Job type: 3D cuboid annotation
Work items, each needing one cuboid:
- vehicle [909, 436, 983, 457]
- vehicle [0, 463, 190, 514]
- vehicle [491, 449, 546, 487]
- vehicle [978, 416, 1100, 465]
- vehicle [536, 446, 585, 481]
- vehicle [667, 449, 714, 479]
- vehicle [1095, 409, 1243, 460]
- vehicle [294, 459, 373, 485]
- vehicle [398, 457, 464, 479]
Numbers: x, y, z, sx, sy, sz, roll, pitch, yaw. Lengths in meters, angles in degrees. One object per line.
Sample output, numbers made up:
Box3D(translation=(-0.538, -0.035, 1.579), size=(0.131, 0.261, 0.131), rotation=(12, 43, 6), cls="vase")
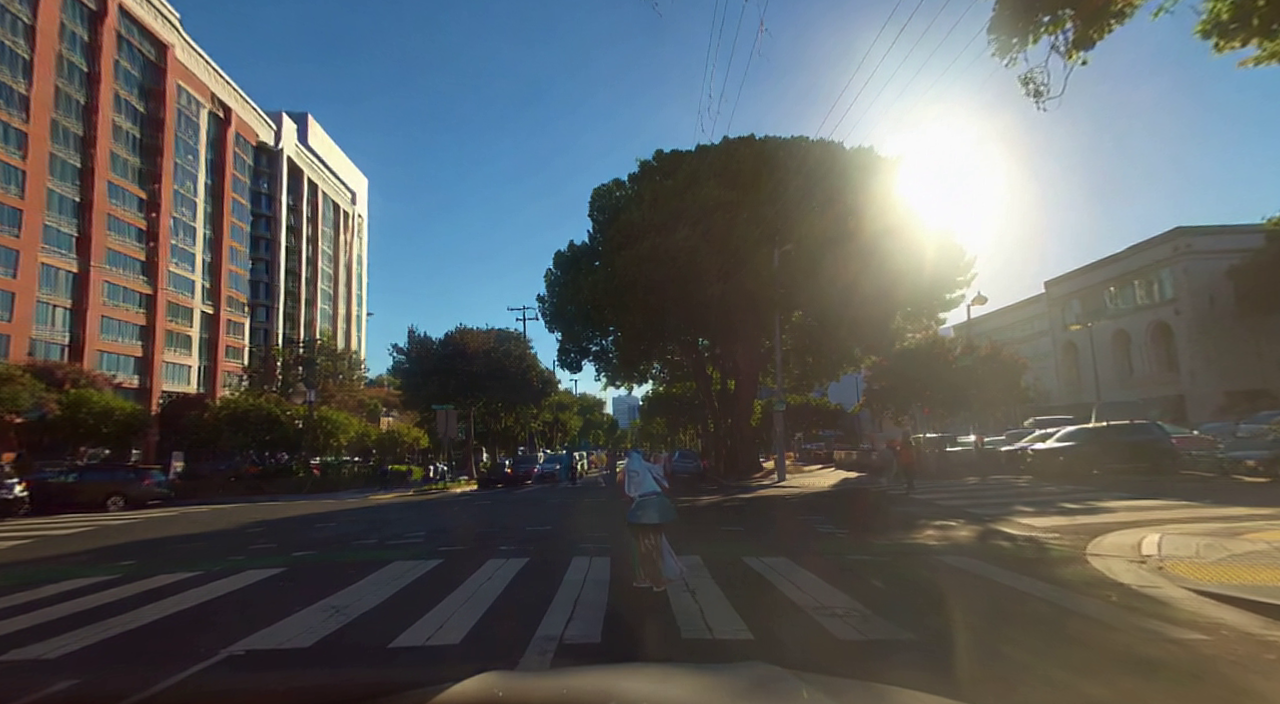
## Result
Box3D(translation=(23.006, 7.136, 47.605), size=(4.528, 1.475, 2.070), rotation=(0, -8, 3), cls="vehicle")
Box3D(translation=(-17.320, 4.321, 20.193), size=(4.439, 1.448, 1.793), rotation=(0, -9, 0), cls="vehicle")
Box3D(translation=(-7.624, 7.286, 40.076), size=(2.193, 1.814, 5.061), rotation=(-9, -8, 0), cls="vehicle")
Box3D(translation=(16.738, 3.808, 26.836), size=(2.041, 1.921, 4.574), rotation=(0, -9, -2), cls="vehicle")
Box3D(translation=(-4.522, 6.432, 36.549), size=(2.102, 1.768, 4.290), rotation=(-3, -10, 2), cls="vehicle")
Box3D(translation=(2.841, 6.445, 36.560), size=(1.942, 1.603, 3.785), rotation=(2, -9, -8), cls="vehicle")
Box3D(translation=(22.299, 3.550, 26.984), size=(2.137, 1.962, 4.988), rotation=(-1, -8, 3), cls="vehicle")
Box3D(translation=(-22.940, 8.965, 47.335), size=(4.844, 1.836, 2.117), rotation=(-2, -8, 7), cls="vehicle")
Box3D(translation=(-15.476, 8.647, 46.985), size=(4.203, 1.544, 1.889), rotation=(-1, -8, 4), cls="vehicle")
